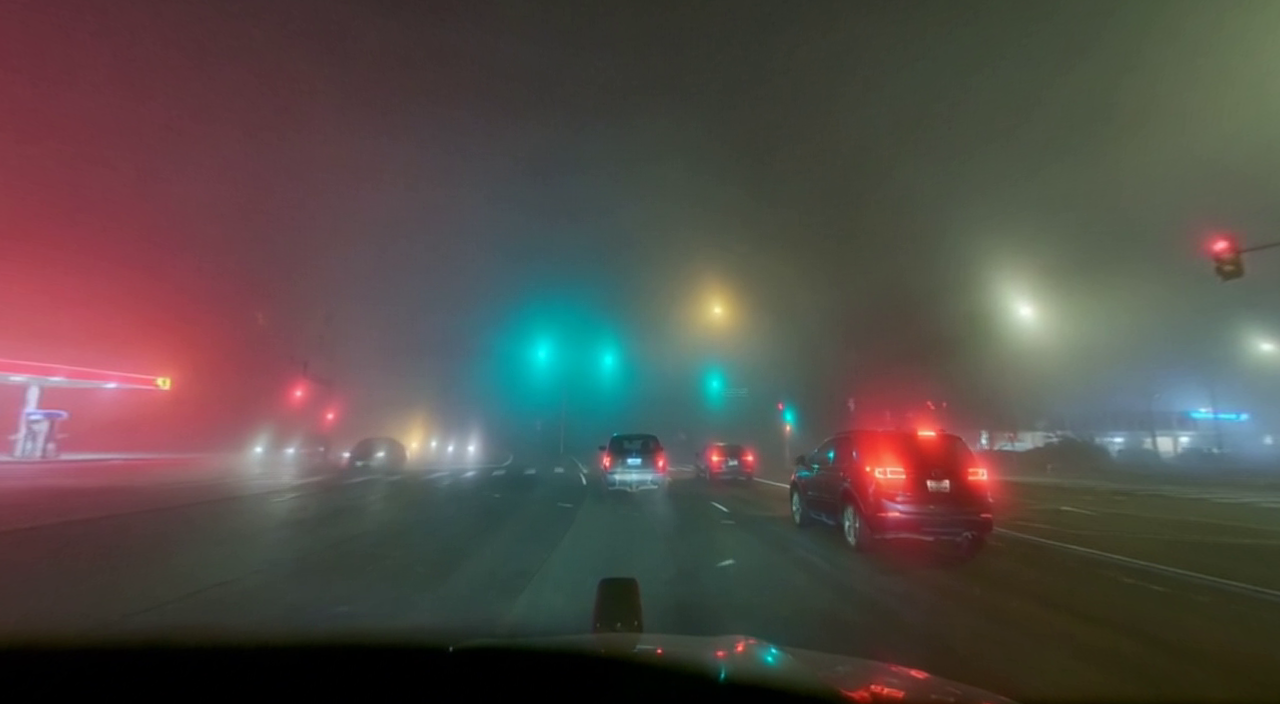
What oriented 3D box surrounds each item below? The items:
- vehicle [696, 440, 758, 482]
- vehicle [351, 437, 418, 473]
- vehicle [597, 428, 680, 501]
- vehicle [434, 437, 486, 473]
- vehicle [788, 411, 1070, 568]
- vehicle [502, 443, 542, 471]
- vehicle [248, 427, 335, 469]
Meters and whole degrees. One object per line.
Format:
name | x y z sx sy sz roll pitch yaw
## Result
vehicle | 3.539 4.475 26.168 1.800 1.592 3.658 1 -8 -4
vehicle | -12.877 5.208 32.007 2.023 1.671 4.174 1 -8 -6
vehicle | -0.079 3.100 17.803 2.051 1.798 4.168 0 -8 -1
vehicle | -9.463 5.417 33.413 1.992 1.755 4.283 1 -8 -7
vehicle | 3.770 1.853 9.261 2.000 1.745 4.206 0 -8 -2
vehicle | -6.599 5.893 35.597 1.987 1.505 4.337 1 -8 -8
vehicle | -20.008 5.537 36.483 2.460 2.257 5.387 1 -8 -7
